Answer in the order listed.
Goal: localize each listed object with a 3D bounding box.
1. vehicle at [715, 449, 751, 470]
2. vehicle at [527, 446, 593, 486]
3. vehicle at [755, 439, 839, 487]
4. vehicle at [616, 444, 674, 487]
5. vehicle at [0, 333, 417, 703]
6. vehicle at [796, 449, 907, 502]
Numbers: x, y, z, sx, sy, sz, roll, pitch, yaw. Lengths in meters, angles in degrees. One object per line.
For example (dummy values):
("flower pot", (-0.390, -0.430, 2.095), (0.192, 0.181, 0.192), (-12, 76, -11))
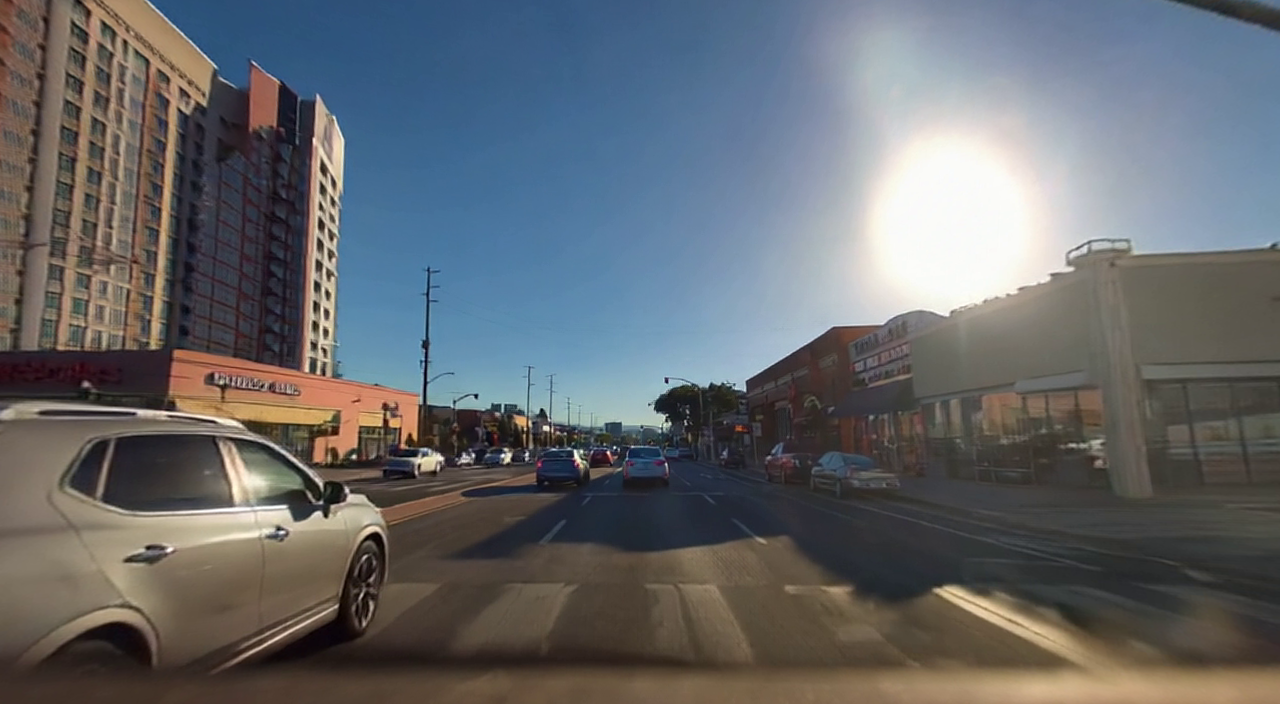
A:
("vehicle", (6.949, 8.103, 47.609), (2.014, 1.495, 4.562), (0, -9, -1))
("vehicle", (-3.095, 4.477, 25.141), (1.950, 1.450, 4.257), (0, -9, 2))
("vehicle", (6.539, 4.675, 26.872), (2.159, 1.817, 5.056), (0, -9, -1))
("vehicle", (0.196, 4.278, 24.036), (2.037, 1.484, 4.073), (0, -9, 0))
("vehicle", (-2.926, 0.939, 2.978), (2.049, 1.646, 4.445), (0, -9, 1))
("vehicle", (6.457, 3.794, 19.835), (1.944, 1.462, 4.406), (0, -9, 0))
